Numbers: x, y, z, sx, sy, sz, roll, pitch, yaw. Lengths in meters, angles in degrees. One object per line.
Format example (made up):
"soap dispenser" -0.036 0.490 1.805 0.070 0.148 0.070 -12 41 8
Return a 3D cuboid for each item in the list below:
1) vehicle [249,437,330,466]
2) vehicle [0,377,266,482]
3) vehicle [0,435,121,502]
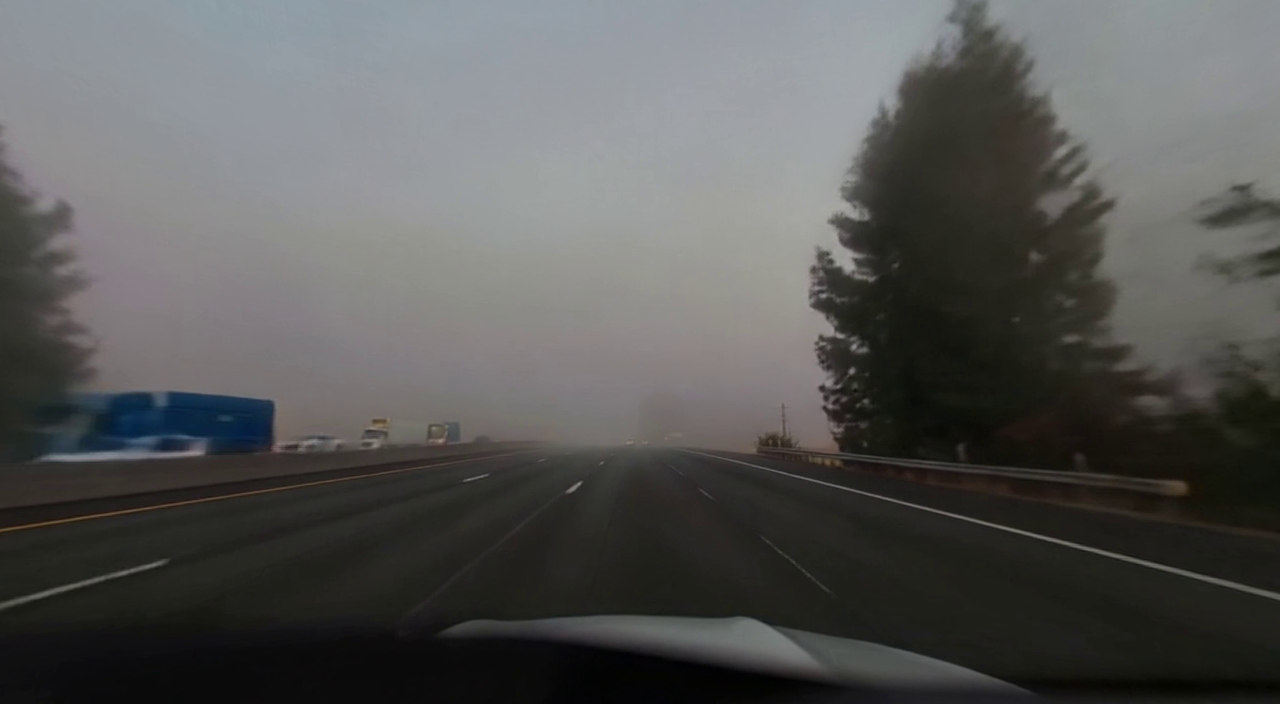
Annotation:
"vehicle" -19.525 5.520 35.257 2.010 1.531 4.504 0 -8 -1
"vehicle" -23.329 3.722 29.633 3.250 3.781 13.806 0 -8 -1
"vehicle" -15.444 2.781 15.315 1.920 1.499 4.335 0 -8 -1
